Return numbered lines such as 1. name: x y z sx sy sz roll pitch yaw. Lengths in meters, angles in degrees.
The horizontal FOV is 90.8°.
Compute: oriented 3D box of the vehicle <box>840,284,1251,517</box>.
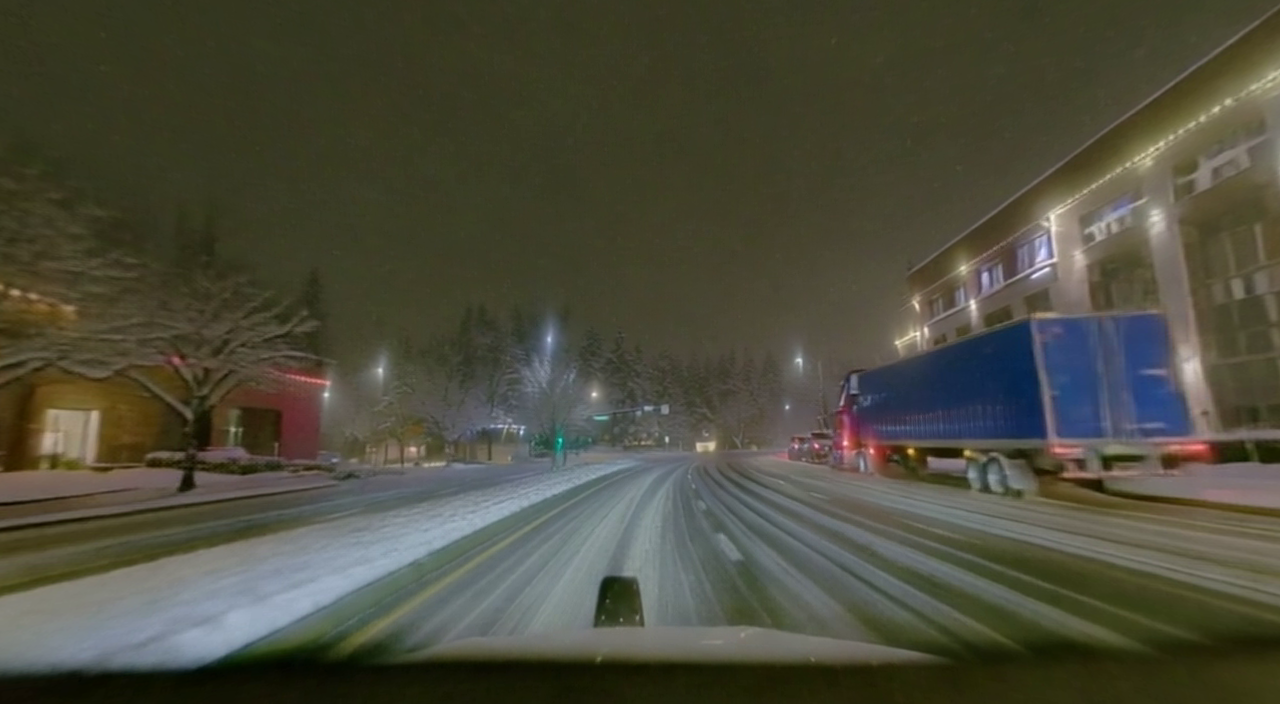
1. vehicle: 10.419 2.146 20.848 2.907 4.439 17.681 0 -8 3
